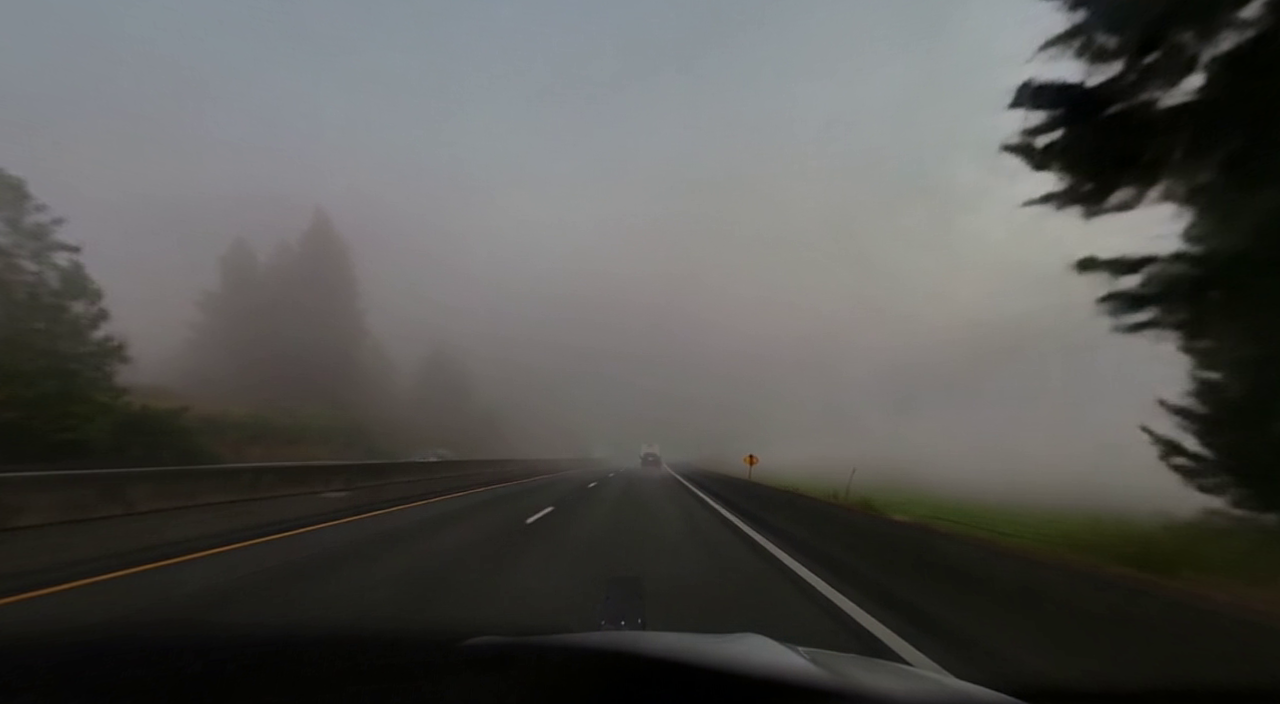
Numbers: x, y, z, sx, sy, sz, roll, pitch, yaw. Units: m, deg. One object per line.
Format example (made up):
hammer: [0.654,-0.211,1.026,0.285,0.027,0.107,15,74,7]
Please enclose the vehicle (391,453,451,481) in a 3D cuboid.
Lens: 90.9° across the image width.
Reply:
vehicle: [-12.183,6.400,35.301,1.858,1.458,4.029,0,-9,1]
